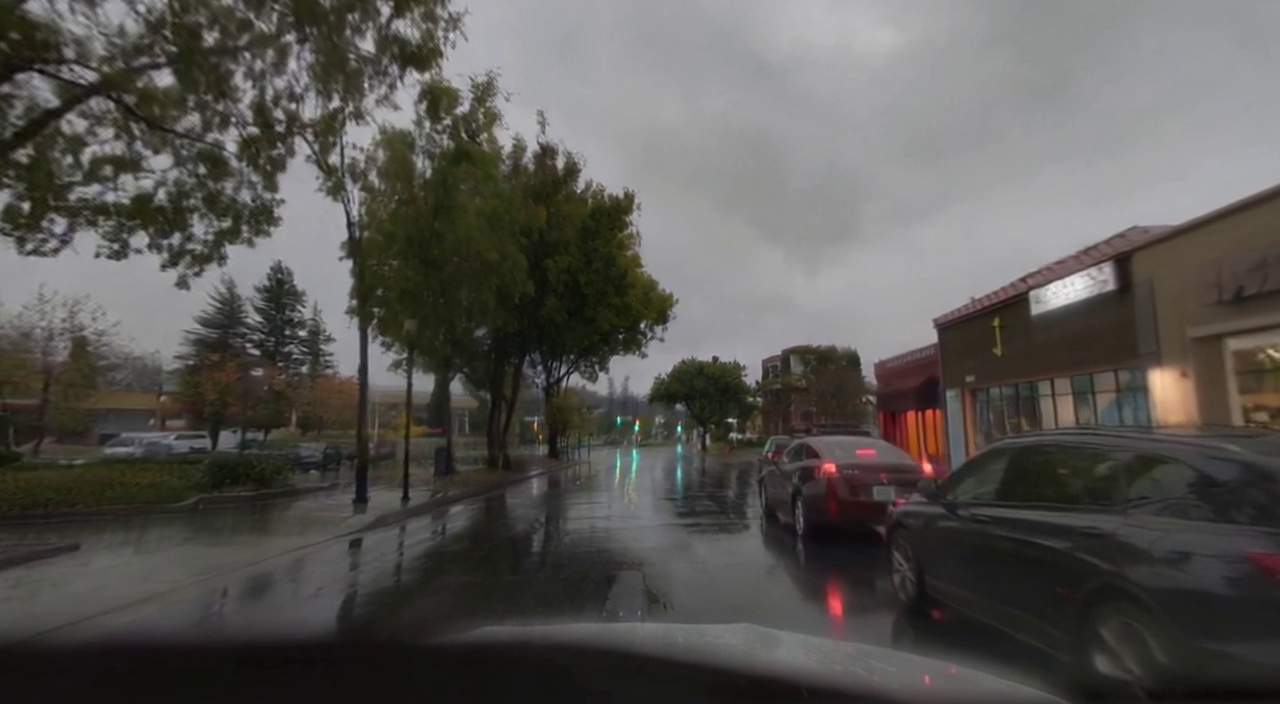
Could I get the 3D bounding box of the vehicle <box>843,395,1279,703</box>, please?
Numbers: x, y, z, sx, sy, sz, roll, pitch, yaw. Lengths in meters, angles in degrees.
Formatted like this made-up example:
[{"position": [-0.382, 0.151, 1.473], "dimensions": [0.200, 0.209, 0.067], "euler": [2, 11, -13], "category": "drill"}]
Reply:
[{"position": [3.068, 1.202, 4.018], "dimensions": [2.064, 1.532, 4.596], "euler": [0, -8, 1], "category": "vehicle"}]
